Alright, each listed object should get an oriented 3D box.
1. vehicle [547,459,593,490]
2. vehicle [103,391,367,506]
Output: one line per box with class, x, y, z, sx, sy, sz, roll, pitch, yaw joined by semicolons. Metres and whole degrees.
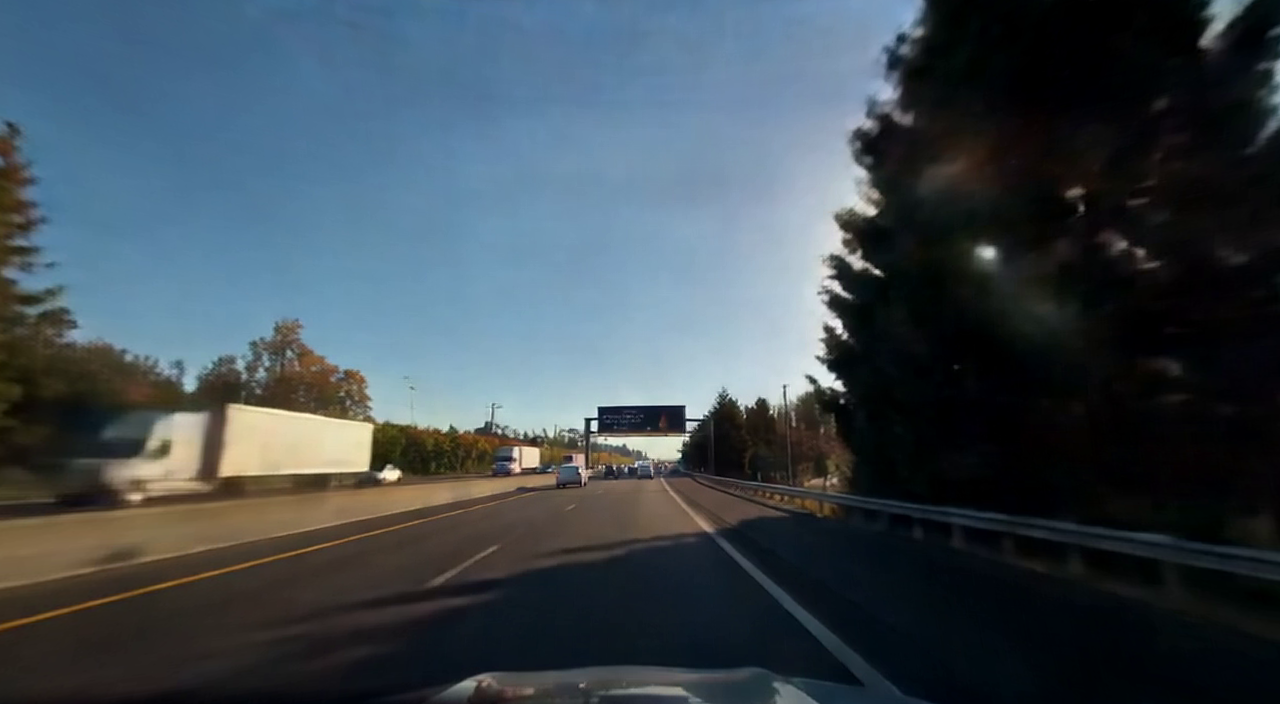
vehicle;-4.226;7.523;38.775;2.160;1.721;4.368;1;-11;2
vehicle;-17.498;4.722;29.591;2.862;4.065;14.159;1;-11;0
